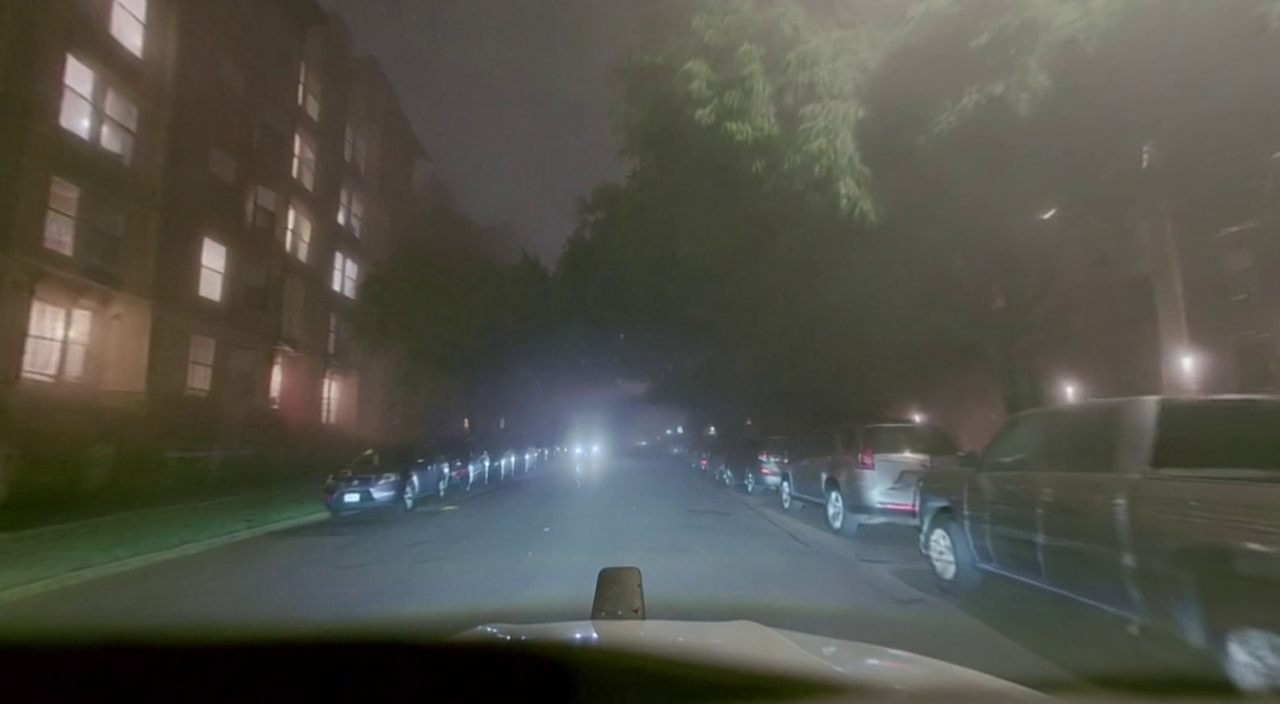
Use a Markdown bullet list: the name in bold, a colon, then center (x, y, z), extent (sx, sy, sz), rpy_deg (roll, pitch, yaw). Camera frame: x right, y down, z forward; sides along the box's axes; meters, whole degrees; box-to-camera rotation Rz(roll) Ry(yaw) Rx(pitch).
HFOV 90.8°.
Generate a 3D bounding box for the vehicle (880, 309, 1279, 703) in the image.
- **vehicle**: center (3.392, 0.941, 3.834), extent (1.835, 1.809, 4.997), rpy_deg (0, -8, -1)

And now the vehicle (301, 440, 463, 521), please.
- **vehicle**: center (-5.458, 2.721, 14.070), extent (1.647, 1.481, 4.433), rpy_deg (0, -8, 1)

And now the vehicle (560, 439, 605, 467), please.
- **vehicle**: center (-3.198, 5.676, 35.717), extent (1.939, 1.504, 4.121), rpy_deg (0, -8, 3)
